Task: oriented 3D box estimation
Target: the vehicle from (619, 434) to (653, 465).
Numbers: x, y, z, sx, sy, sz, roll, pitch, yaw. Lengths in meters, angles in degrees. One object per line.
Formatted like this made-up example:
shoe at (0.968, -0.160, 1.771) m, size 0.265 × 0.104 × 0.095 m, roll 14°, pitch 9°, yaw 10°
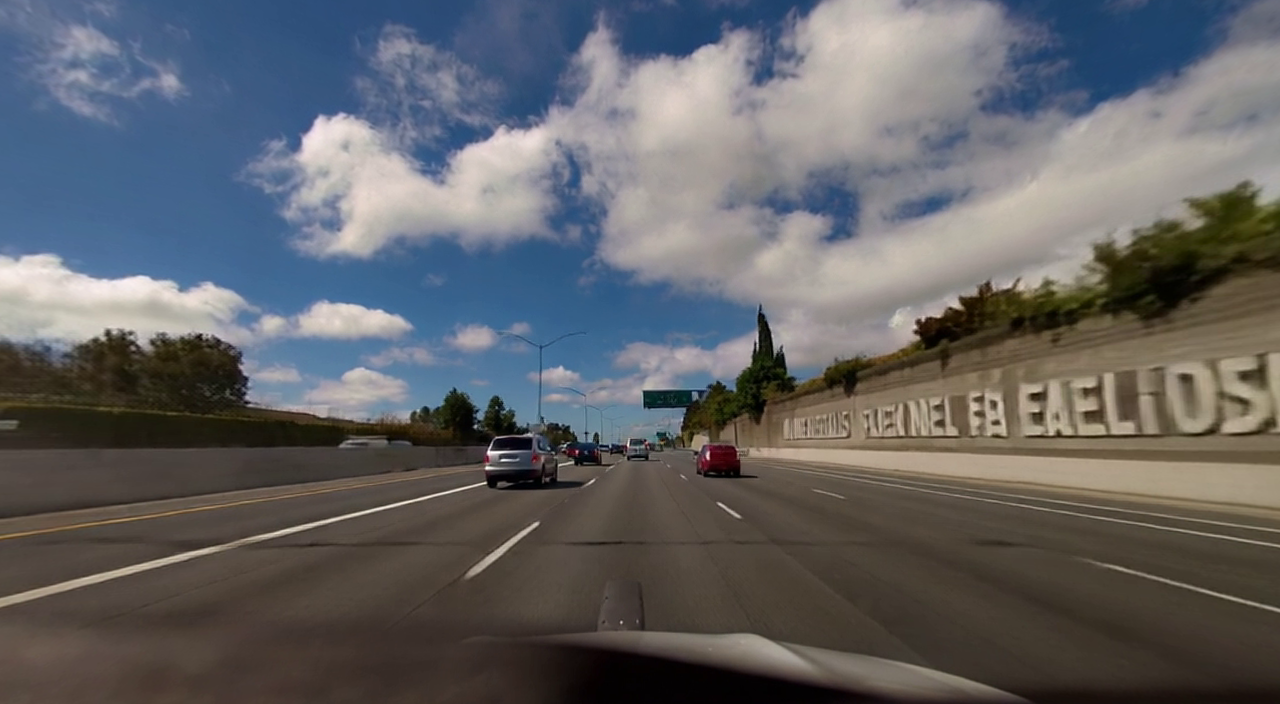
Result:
vehicle at (-0.265, 7.516, 48.708) m, size 2.485 × 2.215 × 5.199 m, roll 0°, pitch -9°, yaw 0°

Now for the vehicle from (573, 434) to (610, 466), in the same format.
vehicle at (-3.472, 7.161, 46.142) m, size 2.378 × 2.214 × 4.352 m, roll 0°, pitch -9°, yaw 0°

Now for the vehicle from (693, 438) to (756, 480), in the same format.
vehicle at (3.769, 4.877, 29.027) m, size 2.224 × 1.752 × 4.487 m, roll 0°, pitch -9°, yaw -1°

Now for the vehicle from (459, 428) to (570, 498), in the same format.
vehicle at (-3.580, 3.311, 19.216) m, size 2.184 × 1.819 × 5.441 m, roll 0°, pitch -9°, yaw 1°
